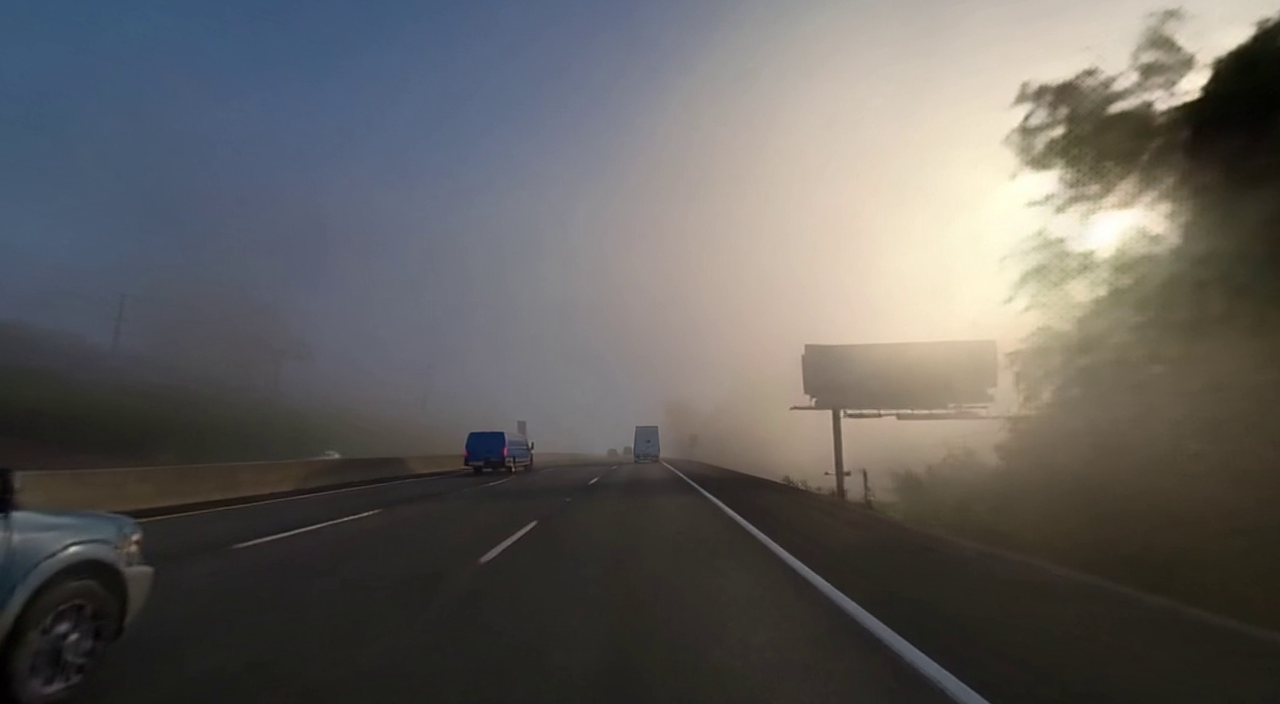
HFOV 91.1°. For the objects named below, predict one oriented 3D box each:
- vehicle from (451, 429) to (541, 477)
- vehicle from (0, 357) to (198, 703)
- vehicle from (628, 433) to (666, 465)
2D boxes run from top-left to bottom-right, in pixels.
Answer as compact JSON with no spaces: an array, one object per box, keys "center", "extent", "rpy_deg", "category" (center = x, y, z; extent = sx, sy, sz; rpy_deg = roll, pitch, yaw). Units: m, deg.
[{"center":[-6.862,4.935,30.964],"extent":[2.695,2.084,6.836],"rpy_deg":[0,-8,1],"category":"vehicle"},{"center":[-3.894,0.721,1.532],"extent":[2.145,1.730,4.729],"rpy_deg":[0,-8,0],"category":"vehicle"},{"center":[0.525,7.331,47.726],"extent":[2.692,2.279,5.695],"rpy_deg":[0,-8,0],"category":"vehicle"}]
